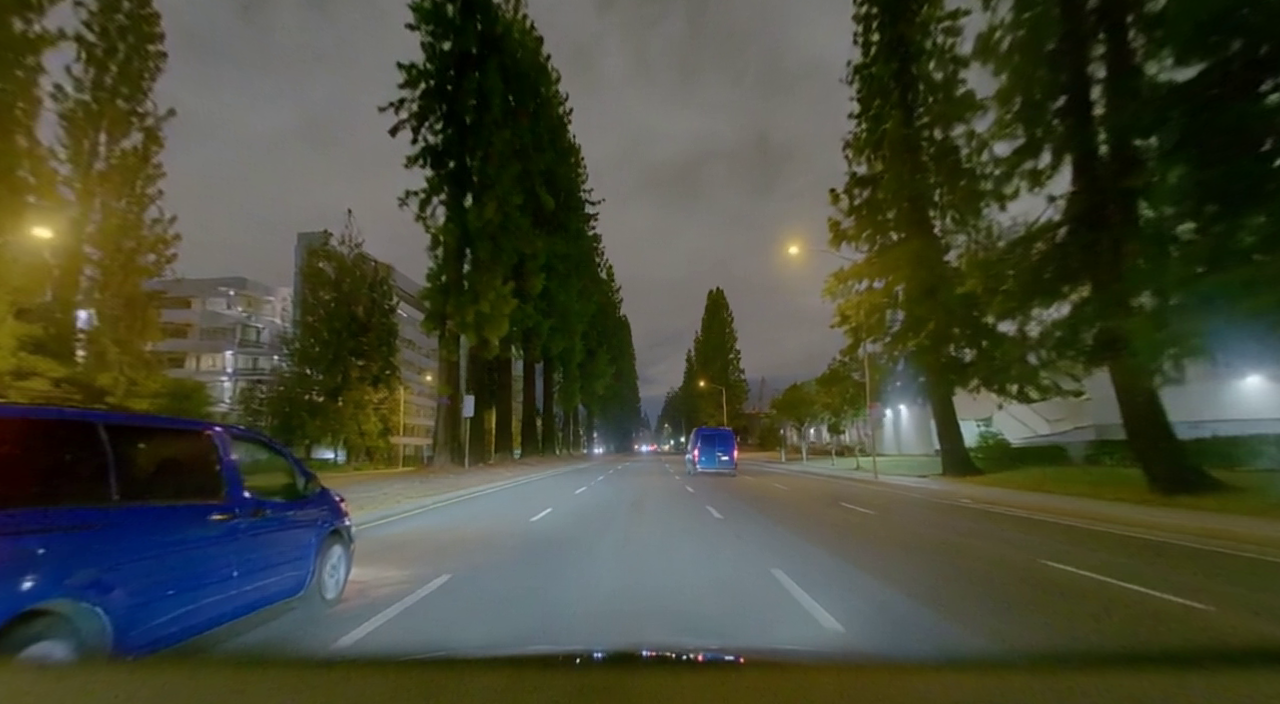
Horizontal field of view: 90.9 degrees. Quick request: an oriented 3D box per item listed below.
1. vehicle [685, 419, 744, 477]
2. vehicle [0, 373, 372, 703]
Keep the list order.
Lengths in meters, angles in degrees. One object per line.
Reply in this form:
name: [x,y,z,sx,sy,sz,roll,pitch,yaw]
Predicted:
vehicle: [3.647,4.907,32.174,2.349,2.671,5.744,0,-9,0]
vehicle: [-3.591,1.032,3.469,2.129,1.602,4.532,0,-9,1]
